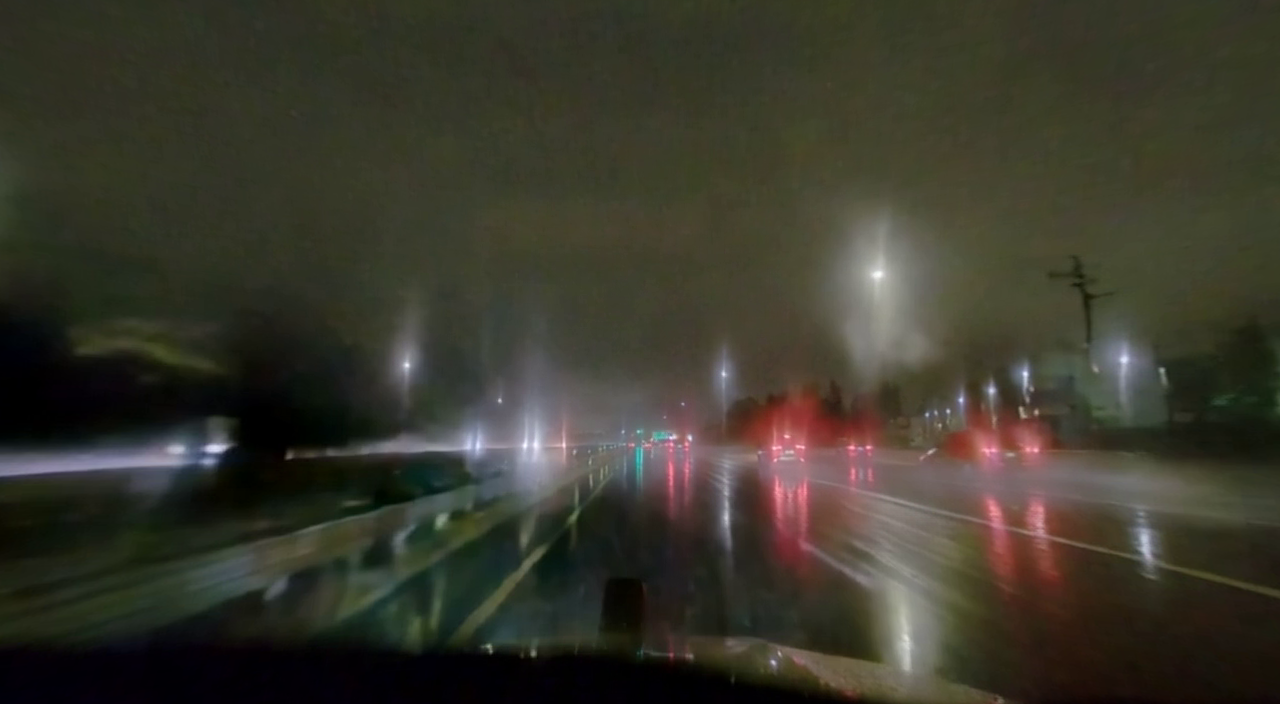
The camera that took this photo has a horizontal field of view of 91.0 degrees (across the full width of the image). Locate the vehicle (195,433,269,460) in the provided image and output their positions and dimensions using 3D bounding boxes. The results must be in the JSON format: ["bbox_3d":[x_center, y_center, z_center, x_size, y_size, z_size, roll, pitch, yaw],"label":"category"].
[{"bbox_3d":[-23.554,5.460,36.461,1.891,1.457,3.494,0,-8,0],"label":"vehicle"}]
